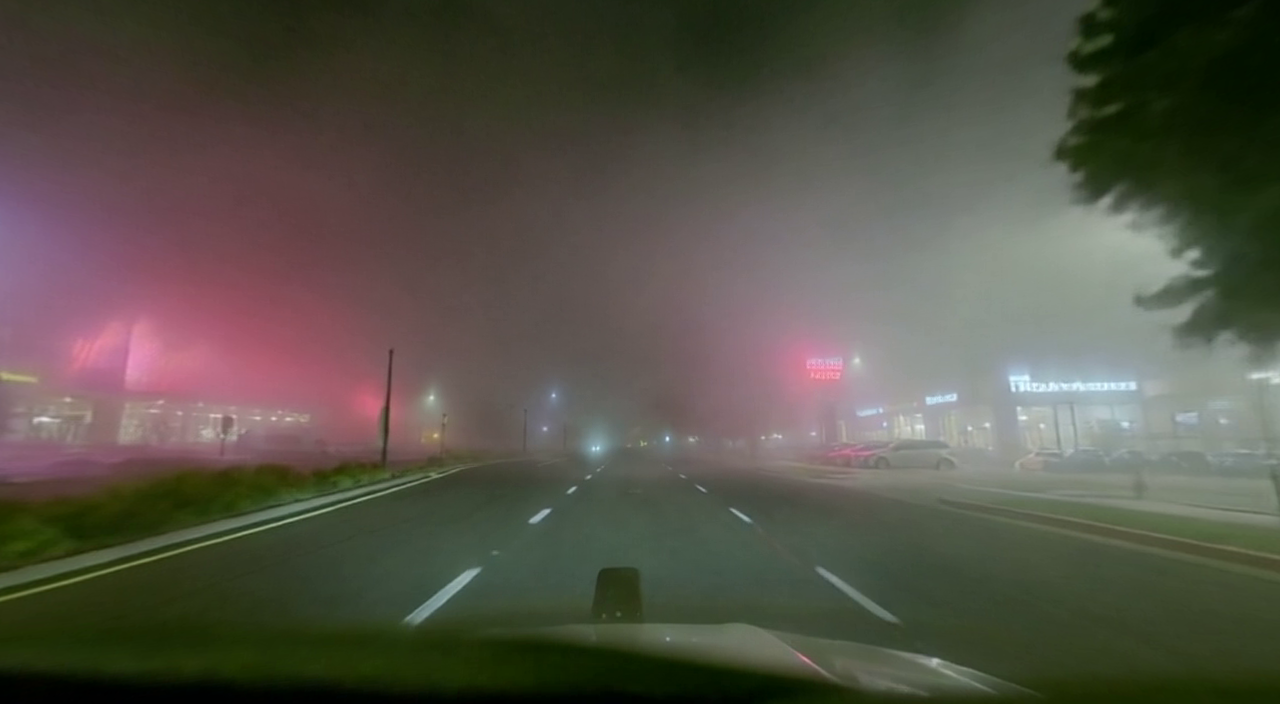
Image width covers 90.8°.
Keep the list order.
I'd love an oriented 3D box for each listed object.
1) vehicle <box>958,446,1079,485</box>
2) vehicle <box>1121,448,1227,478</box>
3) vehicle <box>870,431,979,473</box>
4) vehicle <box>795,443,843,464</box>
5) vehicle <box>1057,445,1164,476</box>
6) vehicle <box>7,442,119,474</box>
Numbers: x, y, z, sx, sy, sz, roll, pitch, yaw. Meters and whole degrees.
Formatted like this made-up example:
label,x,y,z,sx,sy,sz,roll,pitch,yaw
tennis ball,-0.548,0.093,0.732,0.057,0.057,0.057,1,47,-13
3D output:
label,x,y,z,sx,sy,sz,roll,pitch,yaw
vehicle,15.722,4.712,26.618,1.936,1.464,4.867,1,-8,-2
vehicle,28.181,5.845,33.501,1.852,1.456,3.831,2,-9,-11
vehicle,14.755,5.244,33.271,2.189,1.951,5.828,0,-9,-10
vehicle,12.806,7.274,45.515,1.865,1.434,4.373,1,-8,-5
vehicle,24.673,5.673,33.352,1.950,1.473,4.126,2,-9,-14
vehicle,-30.575,5.619,33.570,4.104,1.576,1.852,0,-8,1
